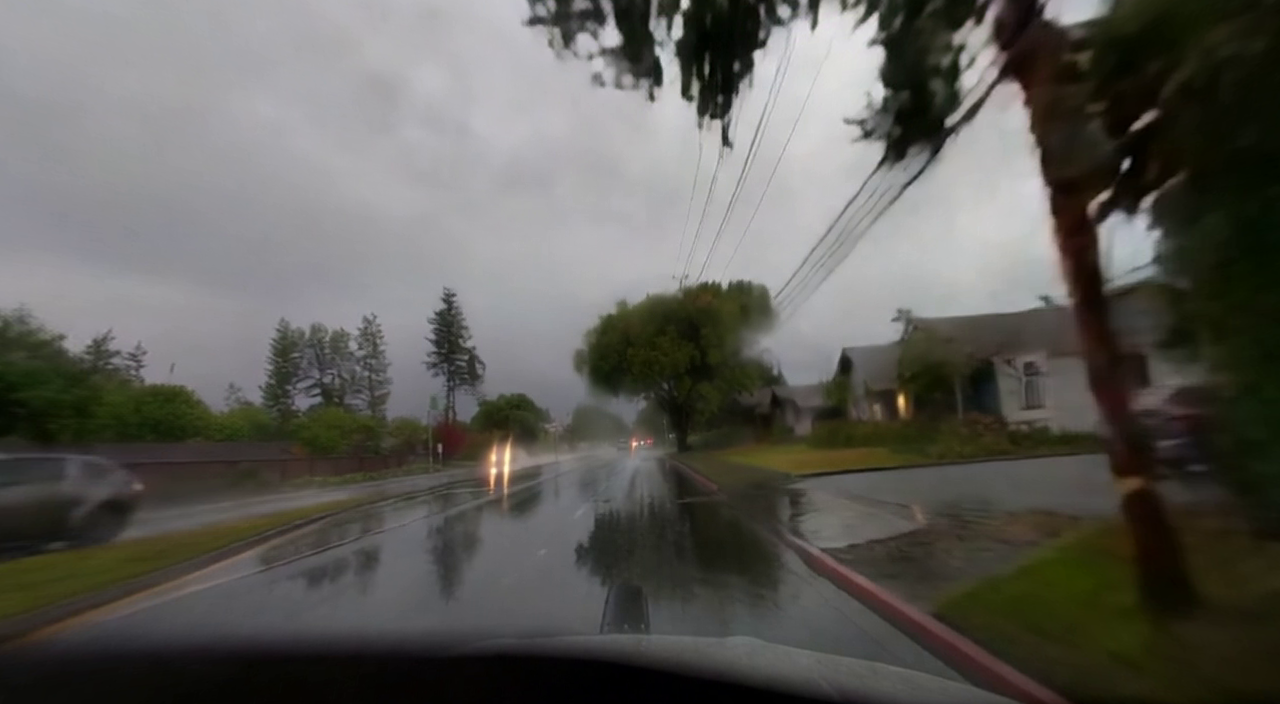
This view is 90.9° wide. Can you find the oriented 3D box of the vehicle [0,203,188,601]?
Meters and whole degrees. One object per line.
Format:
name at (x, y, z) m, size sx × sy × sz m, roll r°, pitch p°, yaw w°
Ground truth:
vehicle at (-7.031, 0.567, 6.327) m, size 2.365 × 3.642 × 3.374 m, roll -4°, pitch -8°, yaw 2°
